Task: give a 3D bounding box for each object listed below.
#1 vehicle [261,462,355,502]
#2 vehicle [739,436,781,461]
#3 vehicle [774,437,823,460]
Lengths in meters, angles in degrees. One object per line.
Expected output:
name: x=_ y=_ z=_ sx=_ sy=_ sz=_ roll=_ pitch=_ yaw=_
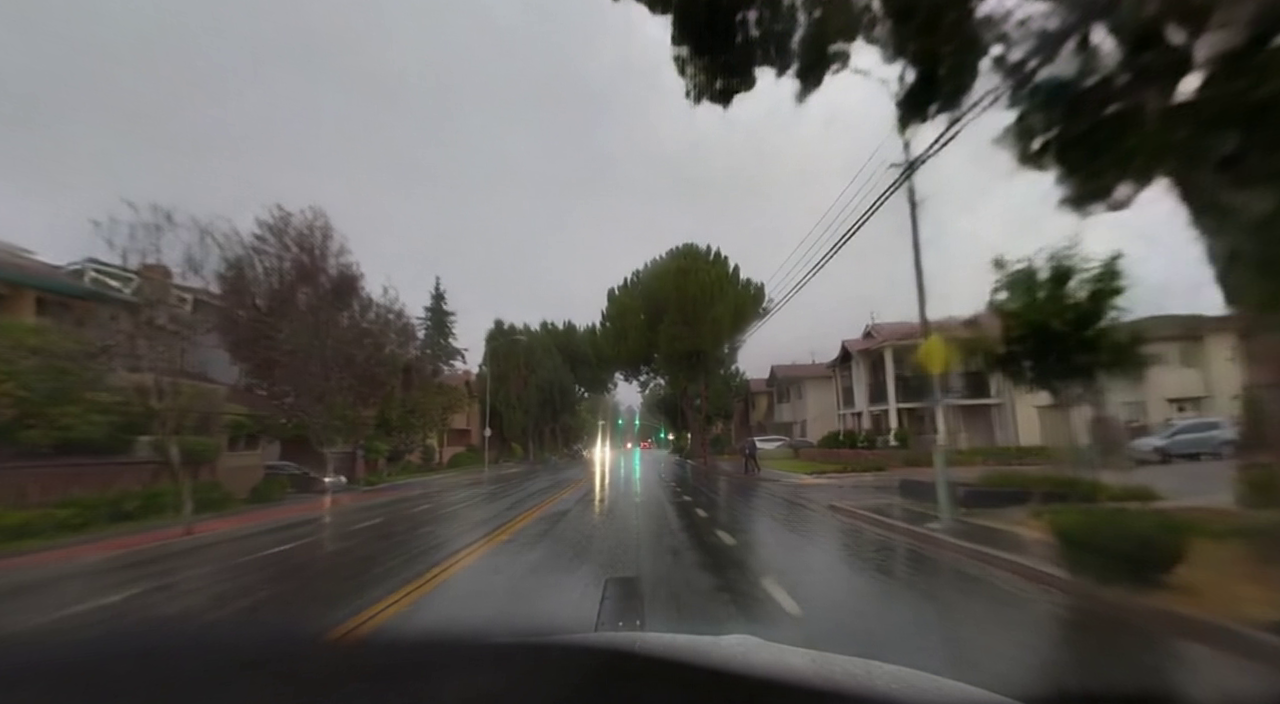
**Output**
vehicle: x=-15.446 y=6.034 z=29.712 sx=2.124 sy=1.538 sz=4.237 roll=-1 pitch=-8 yaw=0
vehicle: x=8.978 y=7.257 z=47.643 sx=2.121 sy=1.785 sz=4.693 roll=0 pitch=-9 yaw=-1
vehicle: x=11.806 y=7.245 z=47.541 sx=2.181 sy=1.530 sz=4.867 roll=-2 pitch=-8 yaw=-3
